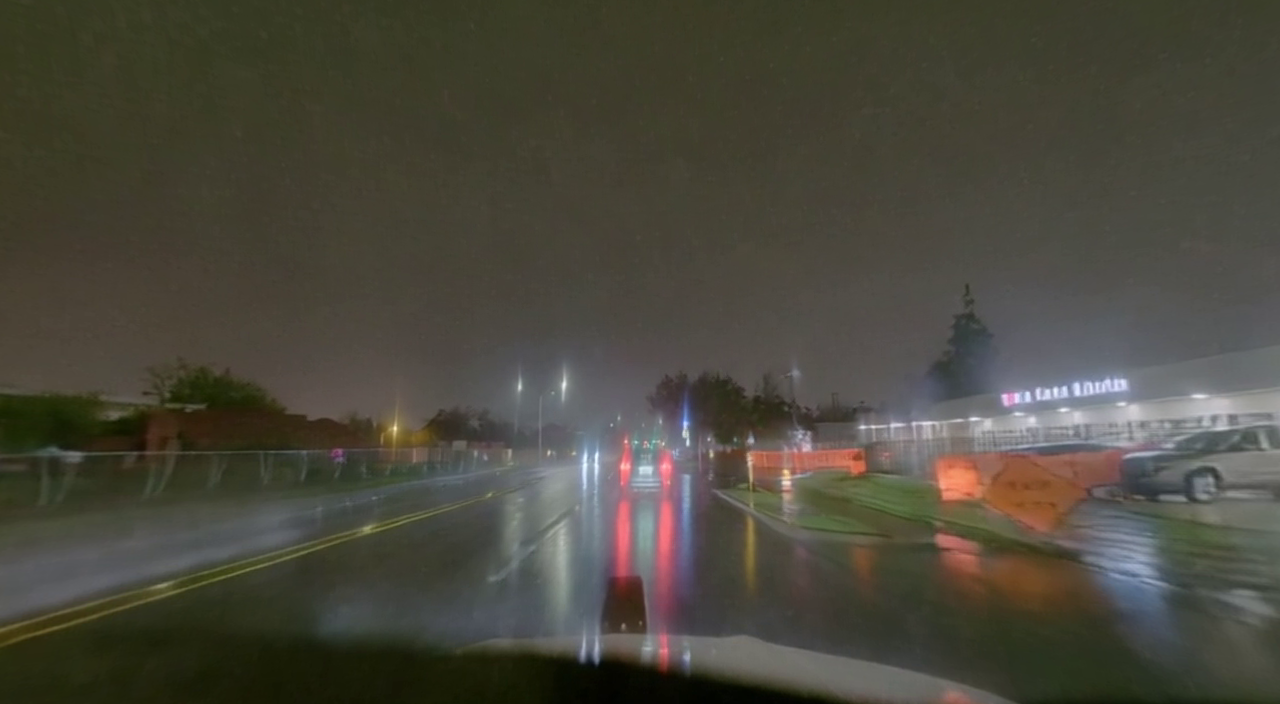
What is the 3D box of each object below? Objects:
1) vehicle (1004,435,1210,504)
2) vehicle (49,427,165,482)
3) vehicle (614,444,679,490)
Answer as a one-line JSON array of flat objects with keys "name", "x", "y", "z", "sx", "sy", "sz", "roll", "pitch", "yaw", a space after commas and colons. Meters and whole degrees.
[{"name": "vehicle", "x": 11.685, "y": 2.948, "z": 16.215, "sx": 1.970, "sy": 1.501, "sz": 4.514, "roll": 0, "pitch": -9, "yaw": 3}, {"name": "vehicle", "x": -30.211, "y": 5.812, "z": 35.796, "sx": 2.502, "sy": 2.916, "sz": 4.293, "roll": -1, "pitch": -9, "yaw": 4}, {"name": "vehicle", "x": 0.200, "y": 4.092, "z": 22.727, "sx": 2.144, "sy": 1.514, "sz": 4.063, "roll": 0, "pitch": -9, "yaw": 0}]
